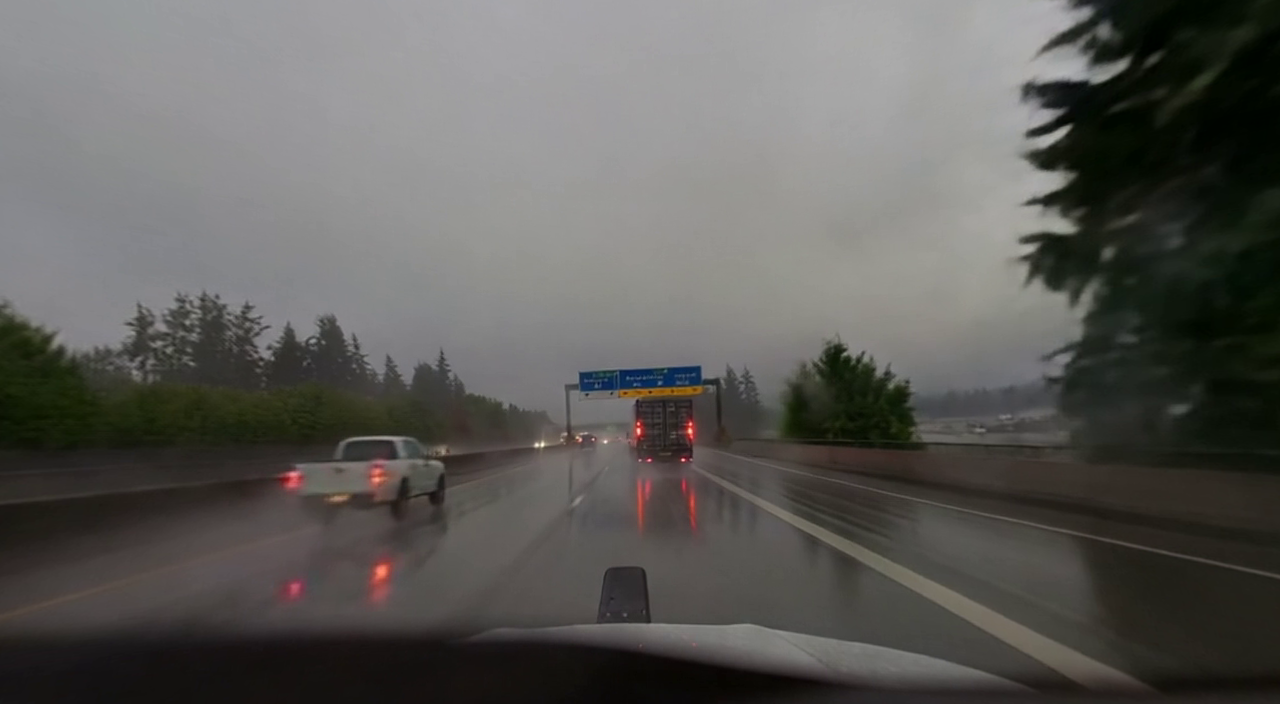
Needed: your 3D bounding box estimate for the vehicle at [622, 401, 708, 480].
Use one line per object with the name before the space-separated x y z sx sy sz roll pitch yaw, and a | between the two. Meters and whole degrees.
vehicle | 0.692 3.209 22.767 2.677 2.439 6.402 0 -8 -1
